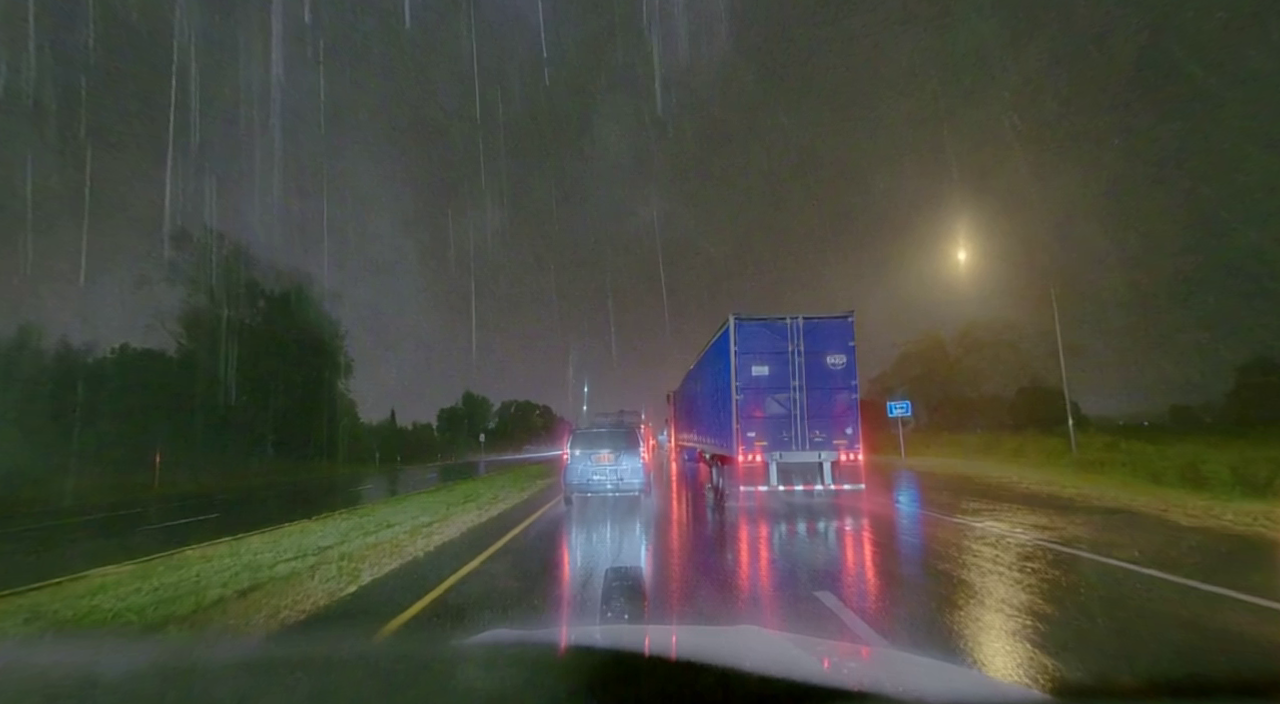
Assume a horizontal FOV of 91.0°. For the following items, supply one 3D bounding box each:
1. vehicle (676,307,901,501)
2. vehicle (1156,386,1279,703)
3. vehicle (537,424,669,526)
[{"bbox_3d":[3.735,2.311,22.267,3.591,4.290,16.696,0,-8,-1],"label":"vehicle"},{"bbox_3d":[3.546,0.635,0.701,1.960,1.515,4.713,0,-8,0],"label":"vehicle"},{"bbox_3d":[-0.582,2.181,11.706,2.009,1.554,4.013,0,-8,0],"label":"vehicle"}]
